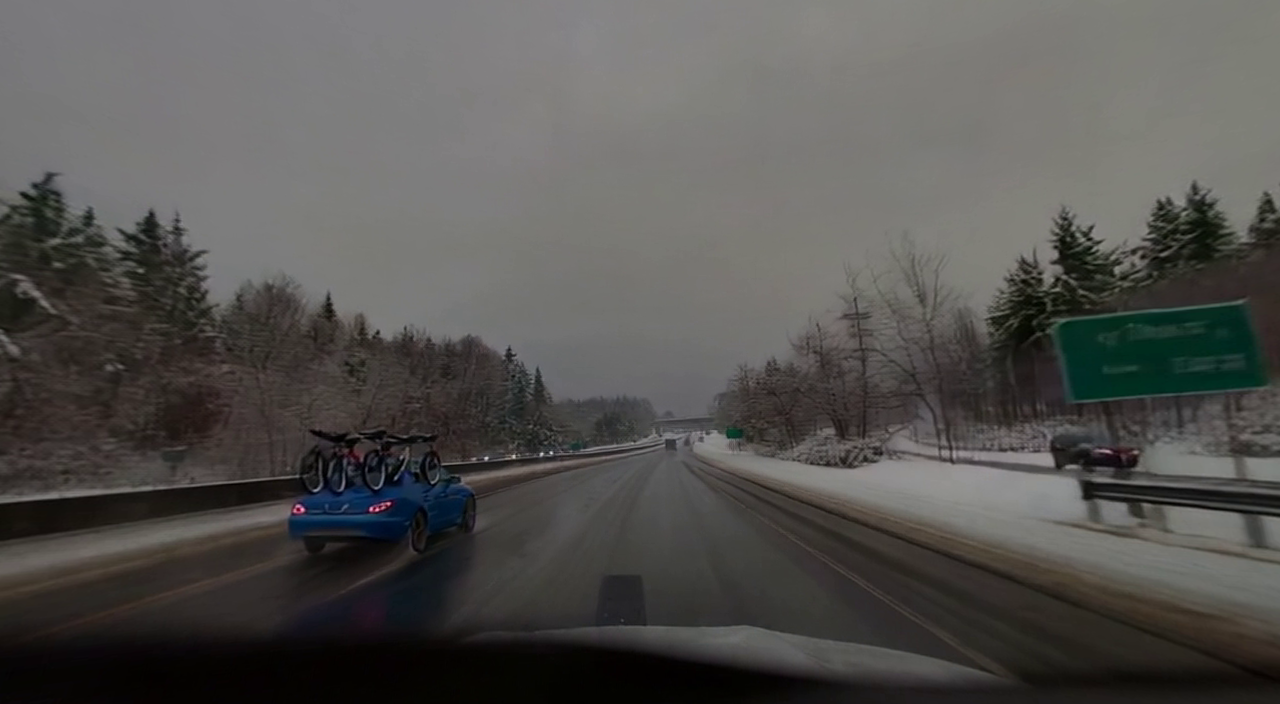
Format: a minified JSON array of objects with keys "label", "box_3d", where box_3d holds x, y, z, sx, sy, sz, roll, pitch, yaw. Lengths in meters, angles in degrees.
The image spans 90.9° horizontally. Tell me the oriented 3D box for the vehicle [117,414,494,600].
[{"label":"vehicle","box_3d":[-3.336,1.650,7.561,2.108,1.557,4.344,0,-9,0]}]
